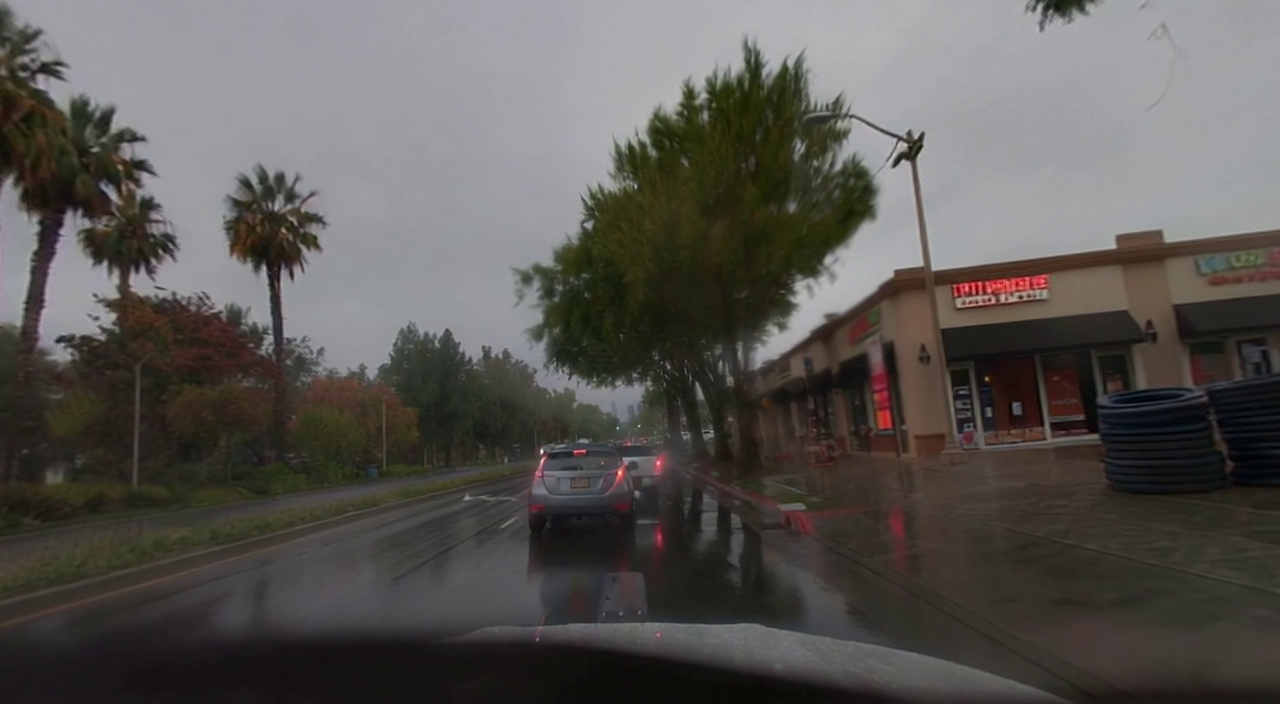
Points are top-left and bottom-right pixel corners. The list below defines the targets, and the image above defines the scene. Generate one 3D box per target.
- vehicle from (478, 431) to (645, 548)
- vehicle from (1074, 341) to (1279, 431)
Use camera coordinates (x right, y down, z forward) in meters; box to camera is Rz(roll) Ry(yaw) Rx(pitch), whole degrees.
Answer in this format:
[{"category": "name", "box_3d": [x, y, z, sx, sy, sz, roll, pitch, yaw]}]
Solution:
[{"category": "vehicle", "box_3d": [-1.065, 2.090, 10.316, 2.169, 1.495, 4.048, 0, -8, -1]}, {"category": "vehicle", "box_3d": [13.347, 0.988, 15.543, 1.854, 1.693, 4.798, -1, -9, 0]}]
